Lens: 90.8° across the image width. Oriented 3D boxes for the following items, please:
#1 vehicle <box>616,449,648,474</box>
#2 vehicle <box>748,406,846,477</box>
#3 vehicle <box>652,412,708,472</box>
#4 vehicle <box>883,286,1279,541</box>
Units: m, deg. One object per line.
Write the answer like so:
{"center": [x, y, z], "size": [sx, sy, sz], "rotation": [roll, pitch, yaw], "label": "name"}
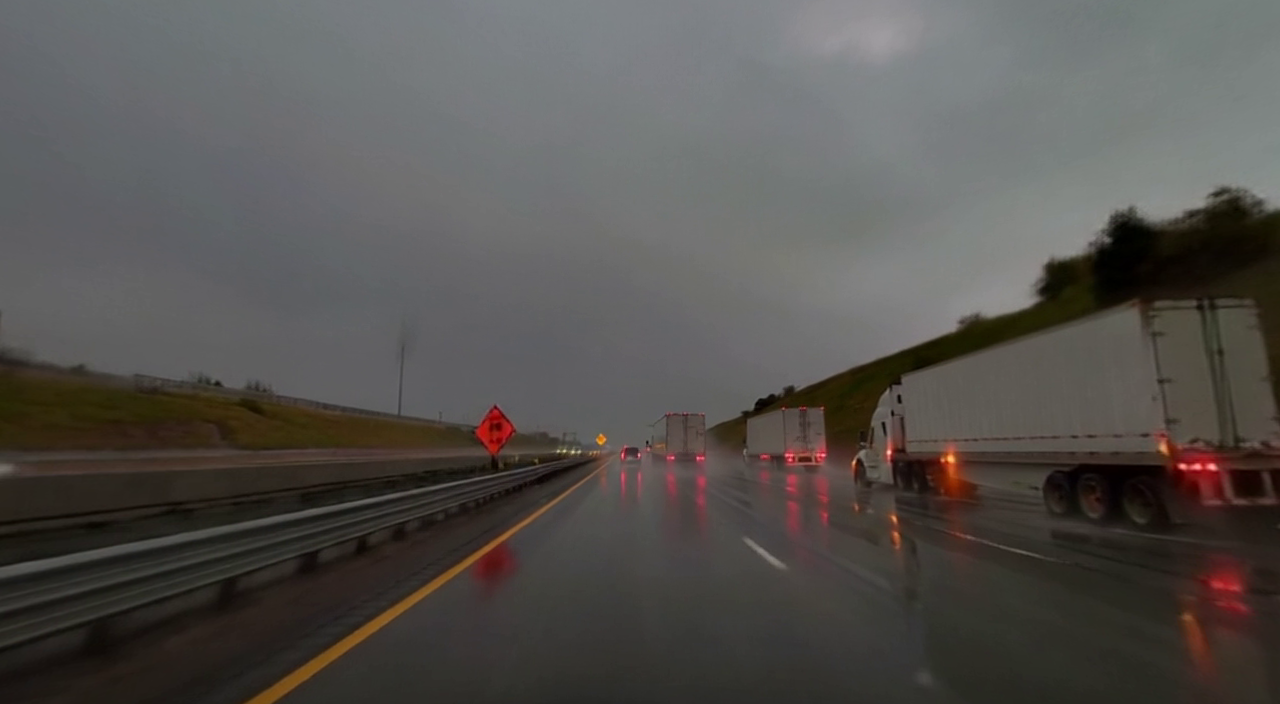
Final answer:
{"center": [-0.532, 6.811, 39.384], "size": [1.927, 1.437, 3.794], "rotation": [0, -9, -2], "label": "vehicle"}
{"center": [10.457, 6.355, 44.163], "size": [2.854, 4.112, 14.088], "rotation": [0, -9, -2], "label": "vehicle"}
{"center": [2.759, 7.149, 49.457], "size": [2.986, 3.916, 15.375], "rotation": [0, -9, -2], "label": "vehicle"}
{"center": [10.579, 2.015, 17.041], "size": [2.830, 4.100, 13.915], "rotation": [0, -9, 2], "label": "vehicle"}
